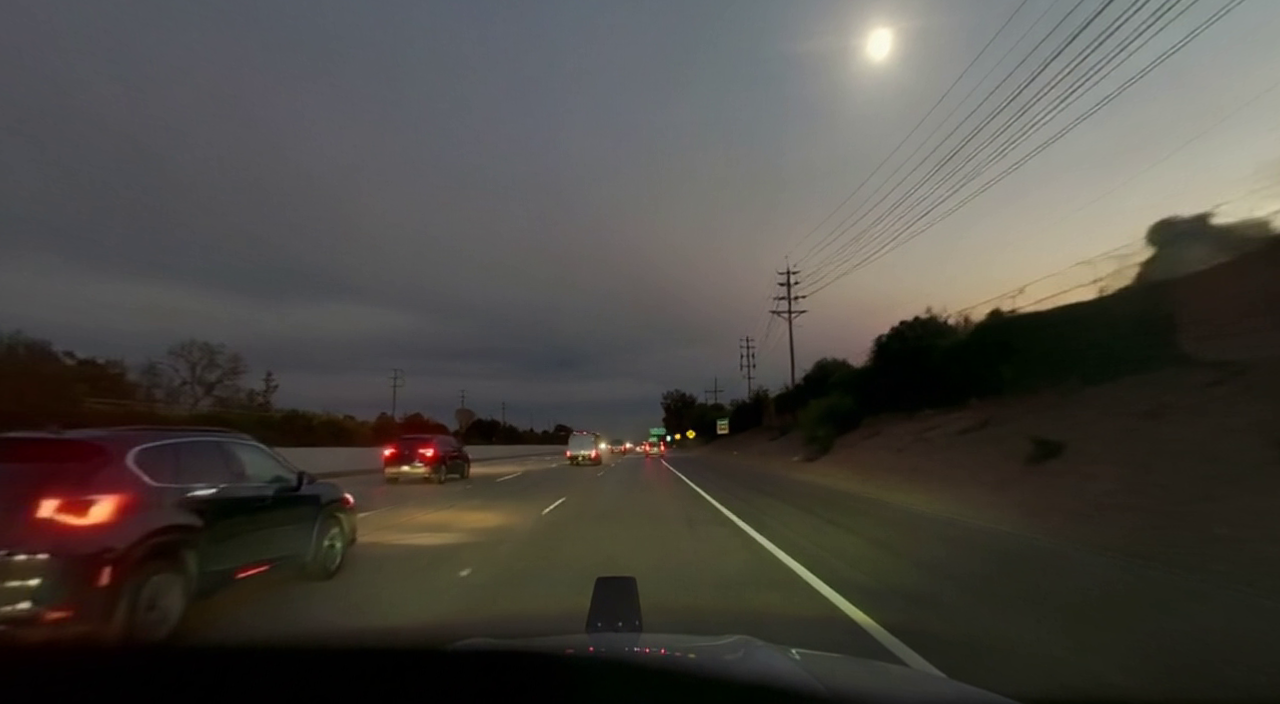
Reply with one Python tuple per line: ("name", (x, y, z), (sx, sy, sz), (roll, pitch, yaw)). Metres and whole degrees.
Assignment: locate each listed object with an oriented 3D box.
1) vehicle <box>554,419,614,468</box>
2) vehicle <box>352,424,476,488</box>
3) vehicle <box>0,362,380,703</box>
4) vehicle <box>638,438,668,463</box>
("vehicle", (-3.529, 6.152, 42.135), (2.915, 2.885, 9.394), (0, -9, 1))
("vehicle", (-7.427, 3.509, 21.467), (2.192, 1.893, 5.330), (0, -9, 0))
("vehicle", (-3.889, 1.193, 4.802), (1.976, 1.688, 4.124), (0, -9, 1))
("vehicle", (1.000, 7.028, 44.931), (2.038, 1.677, 4.219), (0, -9, 2))
